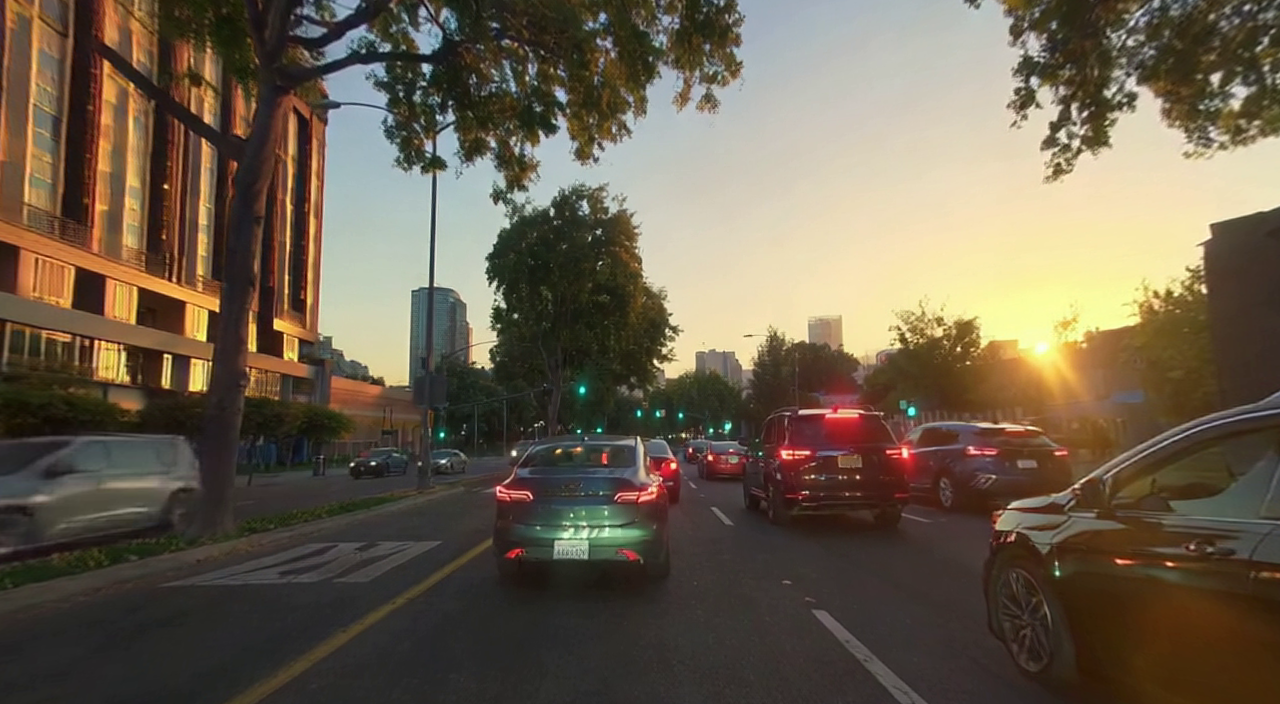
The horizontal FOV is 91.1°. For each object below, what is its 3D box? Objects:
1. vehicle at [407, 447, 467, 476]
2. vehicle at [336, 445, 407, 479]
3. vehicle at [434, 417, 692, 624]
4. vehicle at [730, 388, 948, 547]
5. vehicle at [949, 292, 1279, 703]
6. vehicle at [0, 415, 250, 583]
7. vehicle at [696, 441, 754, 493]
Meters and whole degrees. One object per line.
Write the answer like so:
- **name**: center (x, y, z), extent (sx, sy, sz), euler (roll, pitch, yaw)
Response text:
- **vehicle**: center (-12.401, 6.701, 38.673), extent (2.005, 1.660, 4.676), euler (0, -9, 2)
- **vehicle**: center (-15.999, 6.550, 37.691), extent (2.077, 1.925, 4.626), euler (0, -9, 1)
- **vehicle**: center (-0.597, 1.679, 7.225), extent (2.111, 1.676, 4.018), euler (0, -8, 1)
- **vehicle**: center (3.540, 2.244, 12.843), extent (2.516, 2.481, 5.766), euler (0, -8, 0)
- **vehicle**: center (3.163, 0.791, 2.134), extent (1.982, 1.960, 4.427), euler (0, -9, 1)
- **vehicle**: center (-8.717, 2.062, 9.520), extent (2.111, 2.002, 5.330), euler (0, -9, 1)
- **vehicle**: center (2.956, 4.067, 22.656), extent (1.518, 1.650, 4.408), euler (0, -9, 1)
